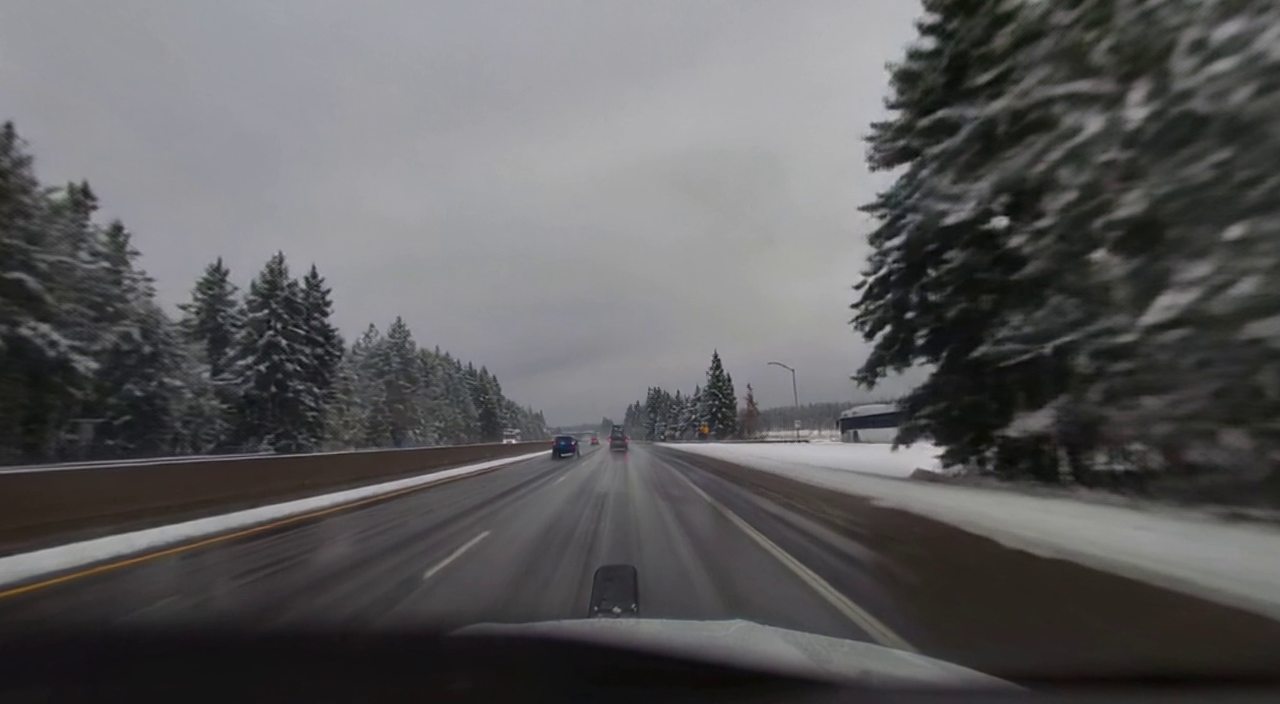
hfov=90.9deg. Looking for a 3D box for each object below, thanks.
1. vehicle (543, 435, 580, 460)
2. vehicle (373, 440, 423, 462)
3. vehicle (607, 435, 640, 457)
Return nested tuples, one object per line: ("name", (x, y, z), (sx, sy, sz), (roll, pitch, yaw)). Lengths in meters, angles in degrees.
("vehicle", (-4.906, 5.993, 39.748), (1.907, 1.445, 4.049), (0, -8, -2))
("vehicle", (-17.086, 6.970, 44.668), (1.897, 1.479, 4.203), (0, -8, -1))
("vehicle", (-1.107, 6.478, 43.645), (2.162, 1.460, 4.242), (0, -8, -1))
